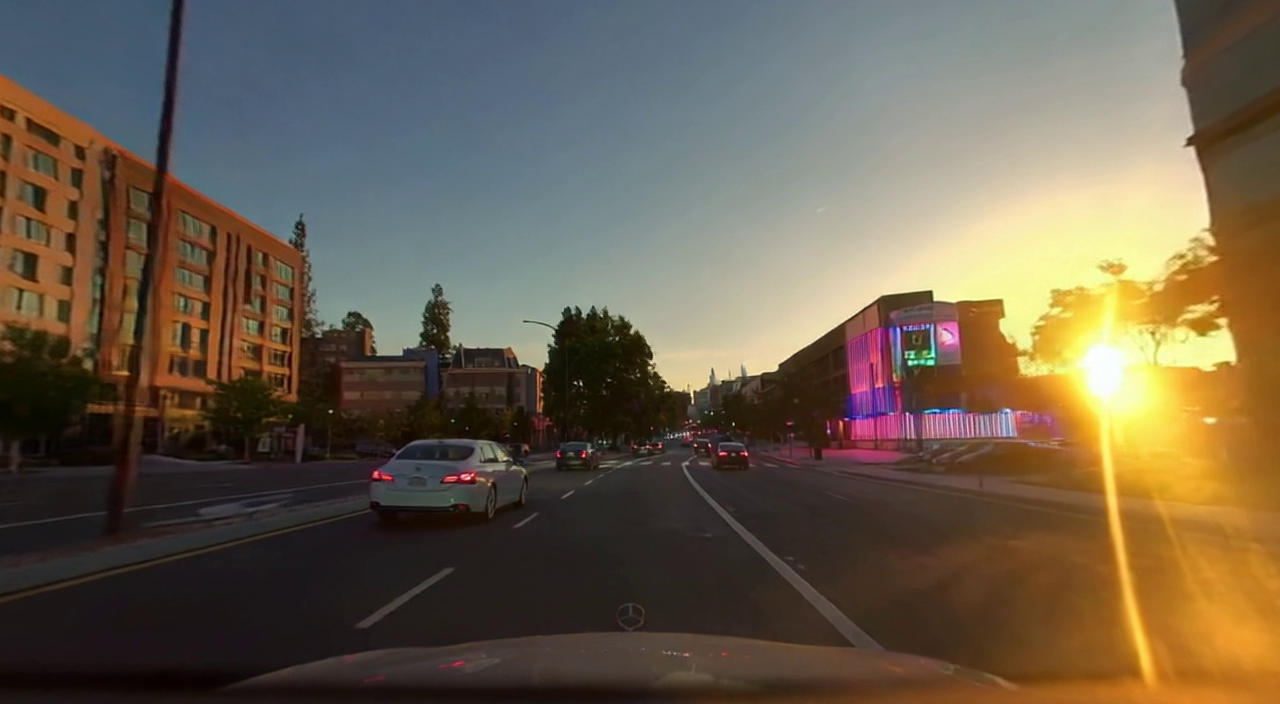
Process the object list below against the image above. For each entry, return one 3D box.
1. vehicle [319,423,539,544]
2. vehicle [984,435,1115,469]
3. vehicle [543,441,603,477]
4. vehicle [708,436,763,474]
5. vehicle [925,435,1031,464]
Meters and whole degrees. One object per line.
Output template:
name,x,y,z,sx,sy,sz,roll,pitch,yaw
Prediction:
vehicle,-3.144,2.060,10.579,2.118,1.568,4.436,0,-8,0
vehicle,18.706,4.585,28.972,4.502,1.454,2.129,0,-8,1
vehicle,-2.883,4.706,28.010,1.980,1.454,4.226,-1,-8,3
vehicle,4.584,5.016,30.942,2.103,1.699,4.171,0,-8,1
vehicle,18.528,5.368,34.695,4.583,1.491,2.192,0,-8,-1
